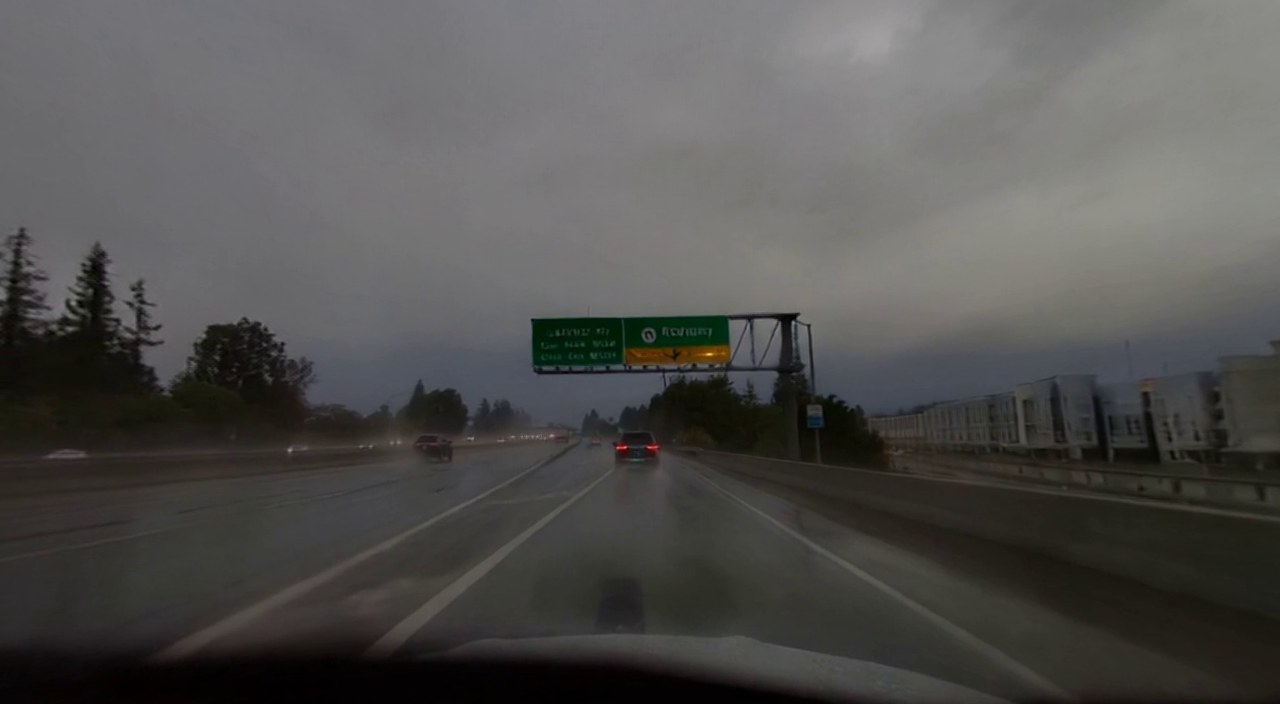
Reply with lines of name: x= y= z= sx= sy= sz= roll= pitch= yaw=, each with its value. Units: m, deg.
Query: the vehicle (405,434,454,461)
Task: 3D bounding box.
vehicle: x=-16.115 y=7.365 z=48.671 sx=2.289 sy=1.955 sz=5.147 roll=0 pitch=-9 yaw=-4

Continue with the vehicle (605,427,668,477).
vehicle: x=-0.173 y=4.380 z=27.811 sx=2.497 sy=1.957 sz=5.432 roll=0 pitch=-9 yaw=-1
